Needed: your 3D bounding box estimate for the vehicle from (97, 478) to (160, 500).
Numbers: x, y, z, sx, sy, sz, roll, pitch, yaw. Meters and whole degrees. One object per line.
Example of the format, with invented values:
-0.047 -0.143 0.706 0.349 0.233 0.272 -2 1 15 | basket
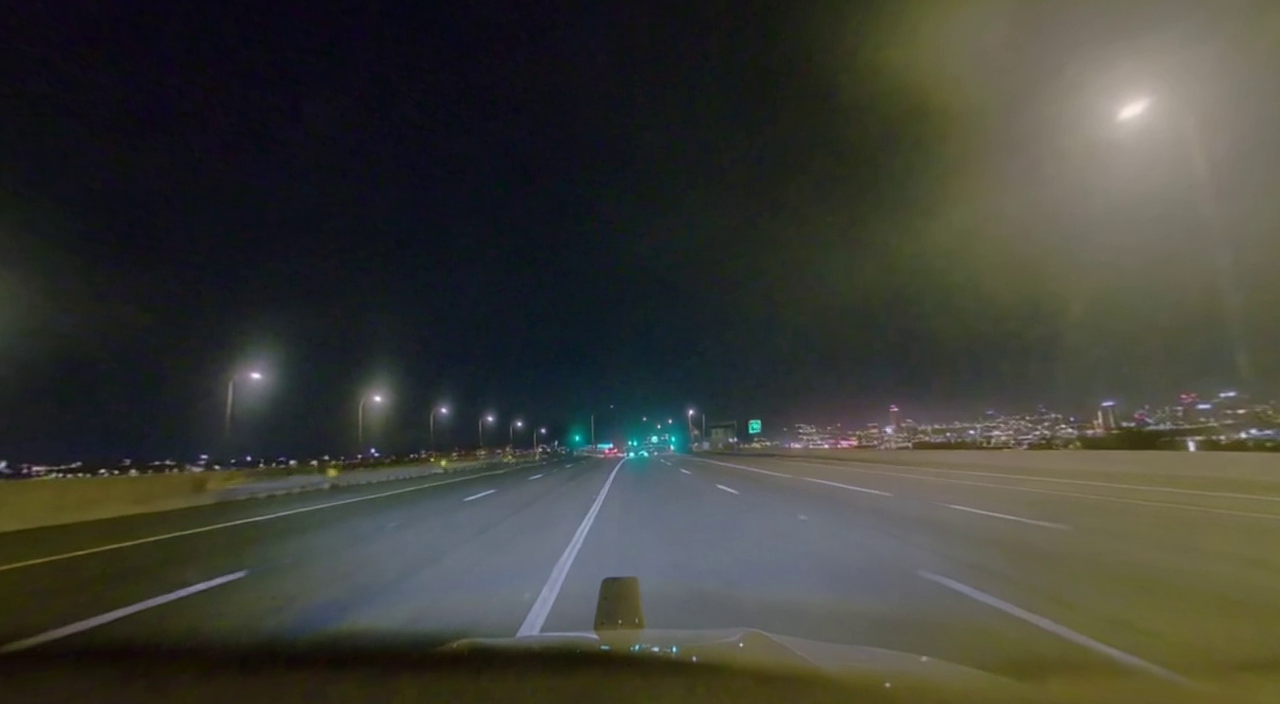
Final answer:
-39.132 10.460 48.358 1.728 1.413 3.694 0 -8 -1 | vehicle
